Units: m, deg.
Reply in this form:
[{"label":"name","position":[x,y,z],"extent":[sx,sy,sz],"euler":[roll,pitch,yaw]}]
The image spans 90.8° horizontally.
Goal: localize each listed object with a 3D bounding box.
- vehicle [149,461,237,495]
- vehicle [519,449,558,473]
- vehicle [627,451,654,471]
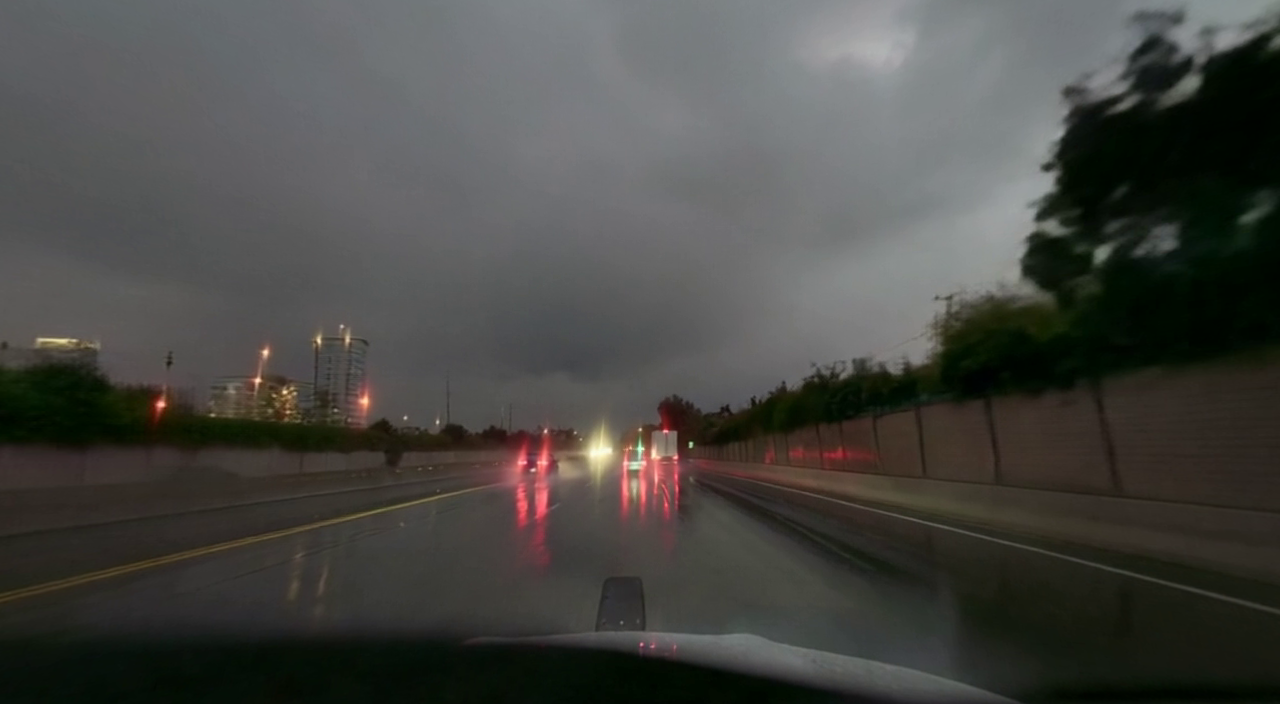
[{"label":"vehicle","position":[-20.324,5.700,28.871],"extent":[1.636,1.361,3.409],"euler":[0,-9,-3]},{"label":"vehicle","position":[-7.447,8.078,46.884],"extent":[2.123,1.671,4.579],"euler":[-1,-9,1]},{"label":"vehicle","position":[0.003,8.617,49.836],"extent":[2.033,1.465,3.775],"euler":[0,-9,0]}]
